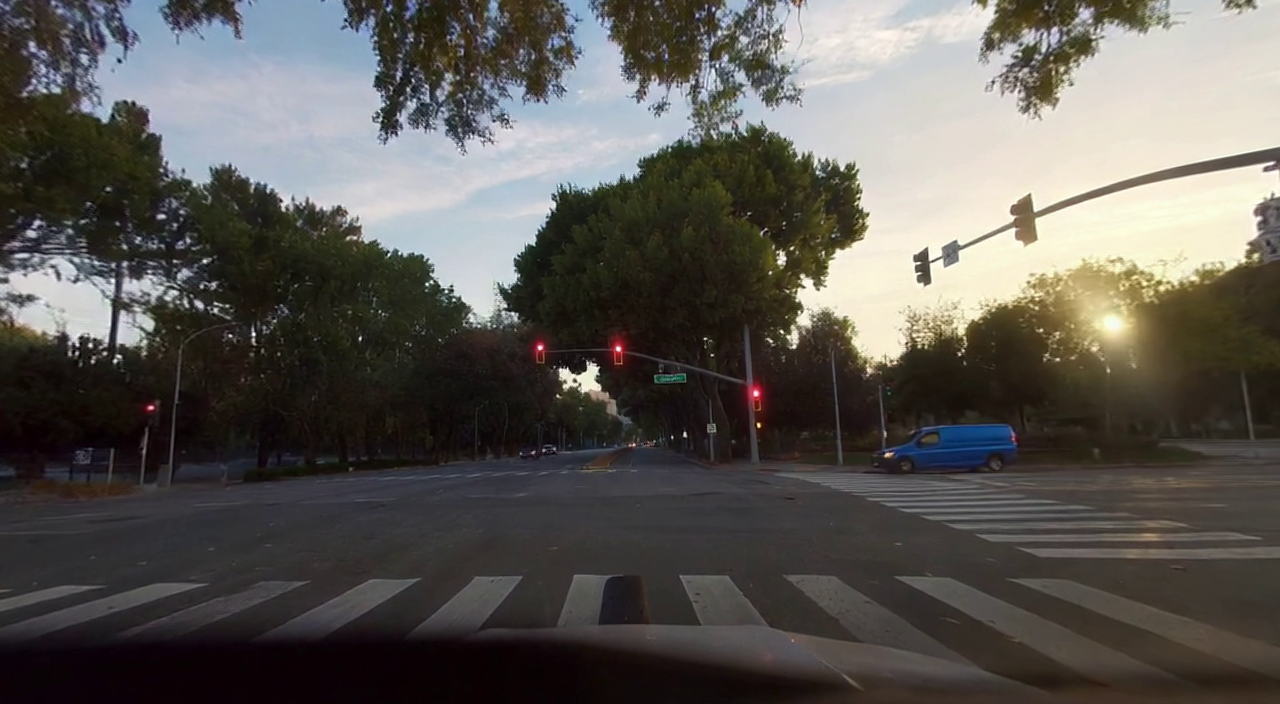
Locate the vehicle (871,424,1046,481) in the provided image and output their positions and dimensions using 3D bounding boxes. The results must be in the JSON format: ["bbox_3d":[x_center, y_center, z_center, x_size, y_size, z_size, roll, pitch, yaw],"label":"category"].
[{"bbox_3d":[10.545,3.359,21.178,4.790,1.798,1.909,0,-8,0],"label":"vehicle"}]
